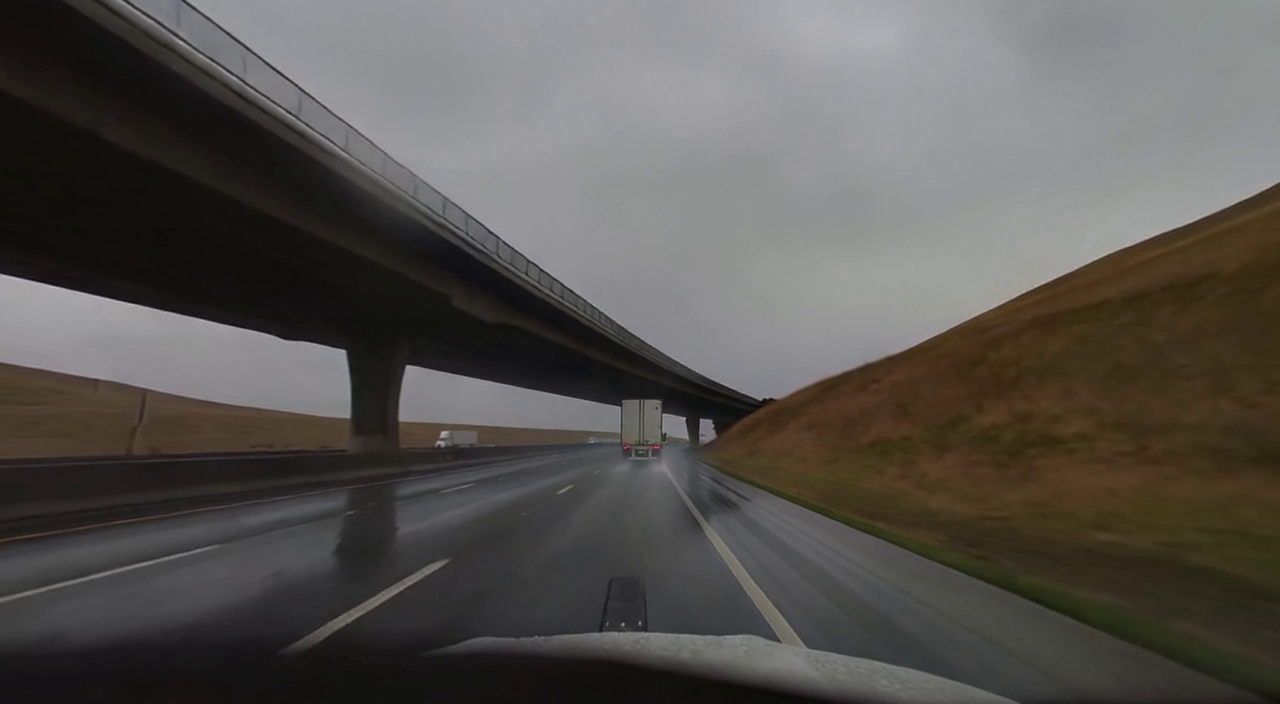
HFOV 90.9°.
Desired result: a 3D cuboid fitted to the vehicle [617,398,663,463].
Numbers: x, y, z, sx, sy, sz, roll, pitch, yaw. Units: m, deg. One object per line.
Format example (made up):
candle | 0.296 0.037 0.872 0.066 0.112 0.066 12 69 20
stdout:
vehicle | -0.016 5.683 44.811 2.866 4.014 11.261 0 -8 0
